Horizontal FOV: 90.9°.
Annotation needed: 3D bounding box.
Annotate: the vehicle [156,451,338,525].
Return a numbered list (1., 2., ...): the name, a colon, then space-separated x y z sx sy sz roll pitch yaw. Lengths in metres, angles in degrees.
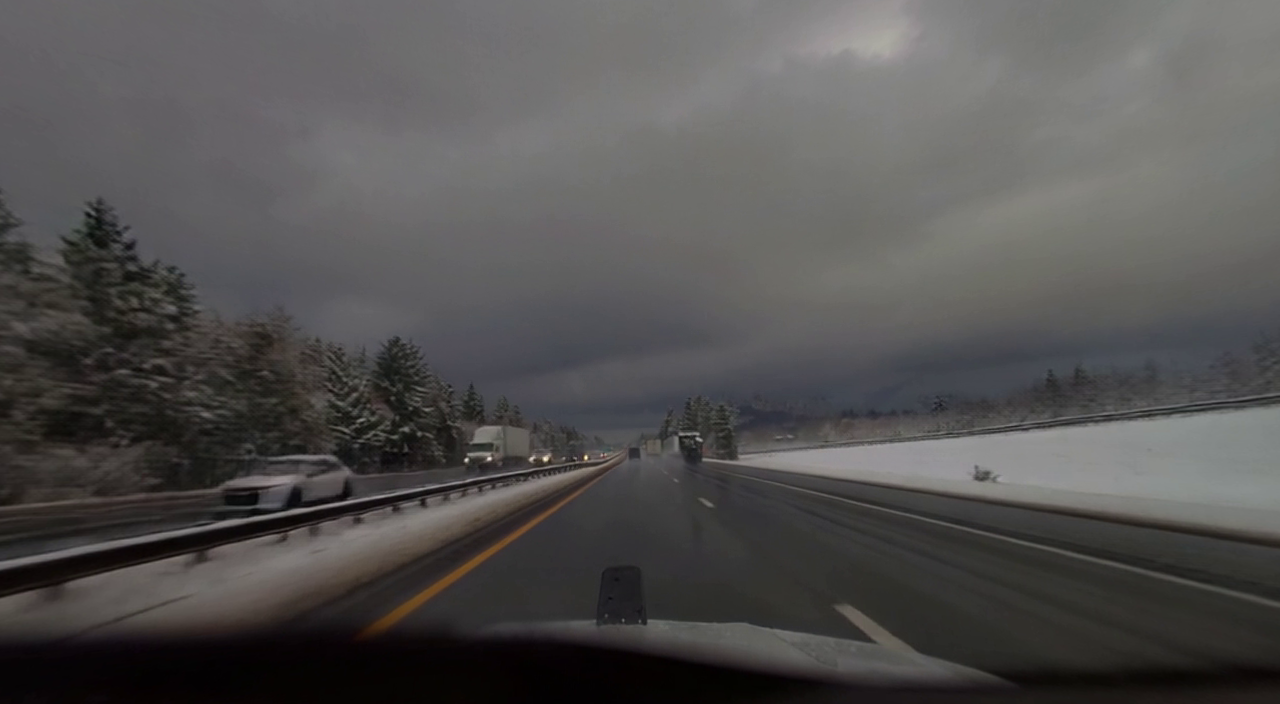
1. vehicle: -8.924 3.064 14.743 1.848 1.478 3.697 0 -9 0

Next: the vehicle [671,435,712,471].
1. vehicle: 3.827 7.727 48.170 2.472 2.562 5.594 0 -9 -2
